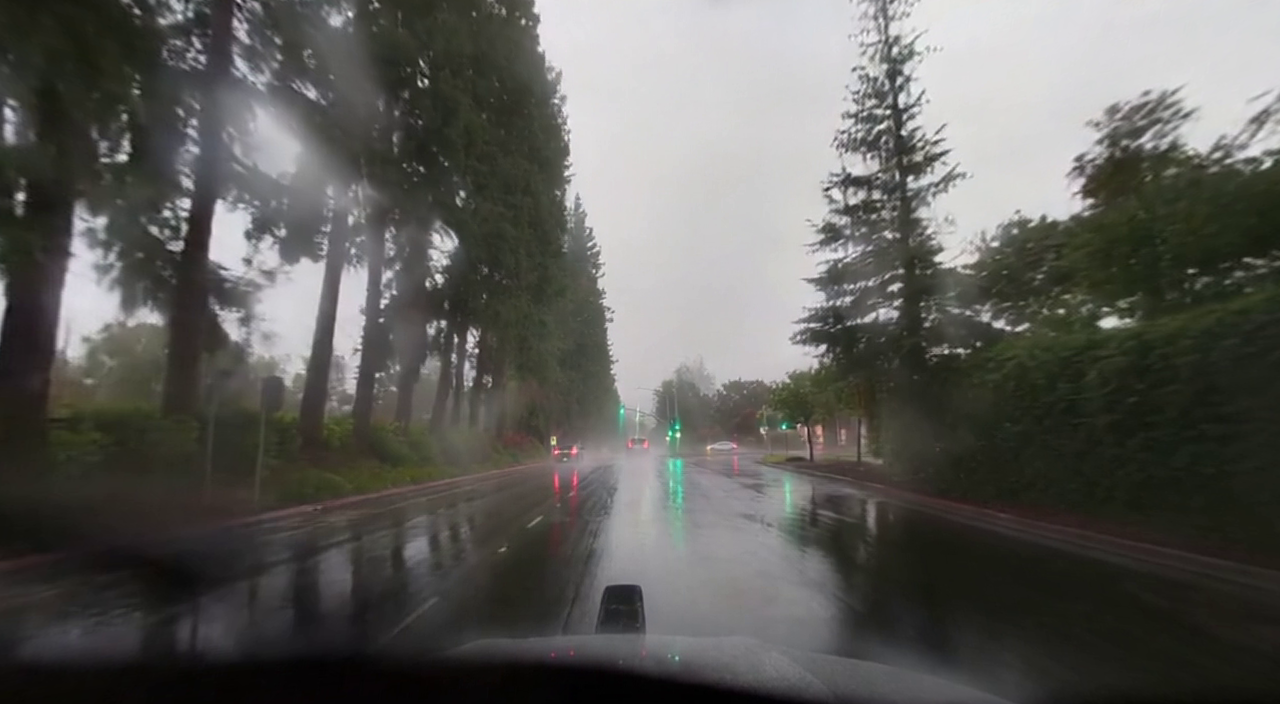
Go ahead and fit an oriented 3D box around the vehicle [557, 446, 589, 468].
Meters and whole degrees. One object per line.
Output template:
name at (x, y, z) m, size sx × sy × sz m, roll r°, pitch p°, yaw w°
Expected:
vehicle at (-4.482, 7.064, 42.603) m, size 1.674 × 1.408 × 4.141 m, roll 0°, pitch -8°, yaw 1°
